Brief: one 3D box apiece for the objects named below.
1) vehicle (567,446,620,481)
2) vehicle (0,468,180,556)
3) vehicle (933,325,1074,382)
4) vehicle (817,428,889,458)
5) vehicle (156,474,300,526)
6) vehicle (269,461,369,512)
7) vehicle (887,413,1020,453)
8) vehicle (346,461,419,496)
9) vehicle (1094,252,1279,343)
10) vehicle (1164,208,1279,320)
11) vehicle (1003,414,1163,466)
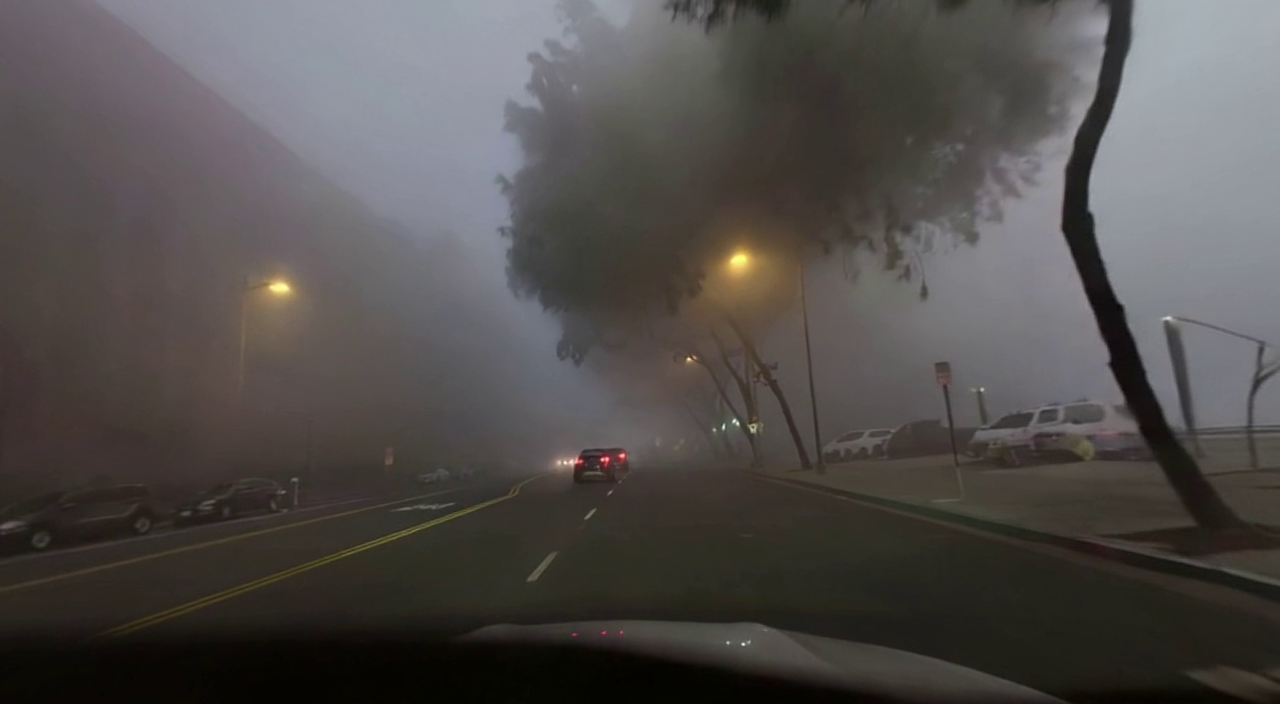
[{"bbox_3d":[-2.061,5.083,29.021,2.051,1.454,4.132,0,-8,1],"label":"vehicle"},{"bbox_3d":[-15.300,4.237,17.181,2.079,1.847,4.592,-4,-9,2],"label":"vehicle"},{"bbox_3d":[12.873,0.087,22.572,3.826,1.601,1.807,-3,-8,-2],"label":"vehicle"},{"bbox_3d":[12.878,5.524,38.347,3.556,1.414,1.851,-5,-7,-3],"label":"vehicle"},{"bbox_3d":[-14.858,5.345,23.180,2.021,1.438,4.616,-2,-9,3],"label":"vehicle"},{"bbox_3d":[-14.807,6.182,29.491,1.917,1.775,5.018,-9,-9,0],"label":"vehicle"},{"bbox_3d":[13.572,3.575,27.623,4.619,1.626,2.121,-1,-9,5],"label":"vehicle"},{"bbox_3d":[-14.295,7.014,35.341,1.984,1.635,4.525,-3,-9,3],"label":"vehicle"},{"bbox_3d":[12.921,-1.210,14.337,3.766,1.593,1.771,-2,-9,-2],"label":"vehicle"},{"bbox_3d":[12.317,-1.572,11.521,3.827,1.556,1.730,-1,-10,2],"label":"vehicle"},{"bbox_3d":[13.452,2.667,19.356,3.527,1.496,1.836,0,-7,-2],"label":"vehicle"}]
